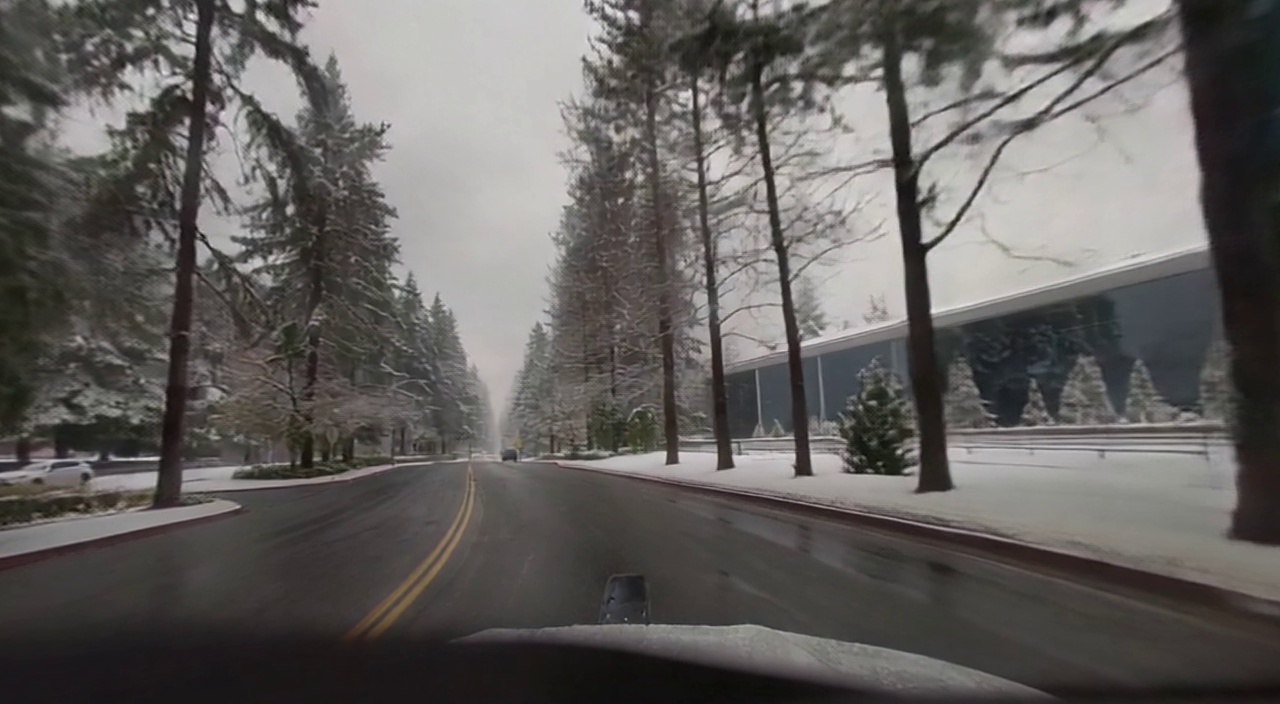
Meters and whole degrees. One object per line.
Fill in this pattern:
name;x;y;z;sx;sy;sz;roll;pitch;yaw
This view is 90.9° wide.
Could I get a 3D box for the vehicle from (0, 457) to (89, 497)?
vehicle;-28.610;5.808;29.648;1.929;1.650;4.638;2;-9;-13
